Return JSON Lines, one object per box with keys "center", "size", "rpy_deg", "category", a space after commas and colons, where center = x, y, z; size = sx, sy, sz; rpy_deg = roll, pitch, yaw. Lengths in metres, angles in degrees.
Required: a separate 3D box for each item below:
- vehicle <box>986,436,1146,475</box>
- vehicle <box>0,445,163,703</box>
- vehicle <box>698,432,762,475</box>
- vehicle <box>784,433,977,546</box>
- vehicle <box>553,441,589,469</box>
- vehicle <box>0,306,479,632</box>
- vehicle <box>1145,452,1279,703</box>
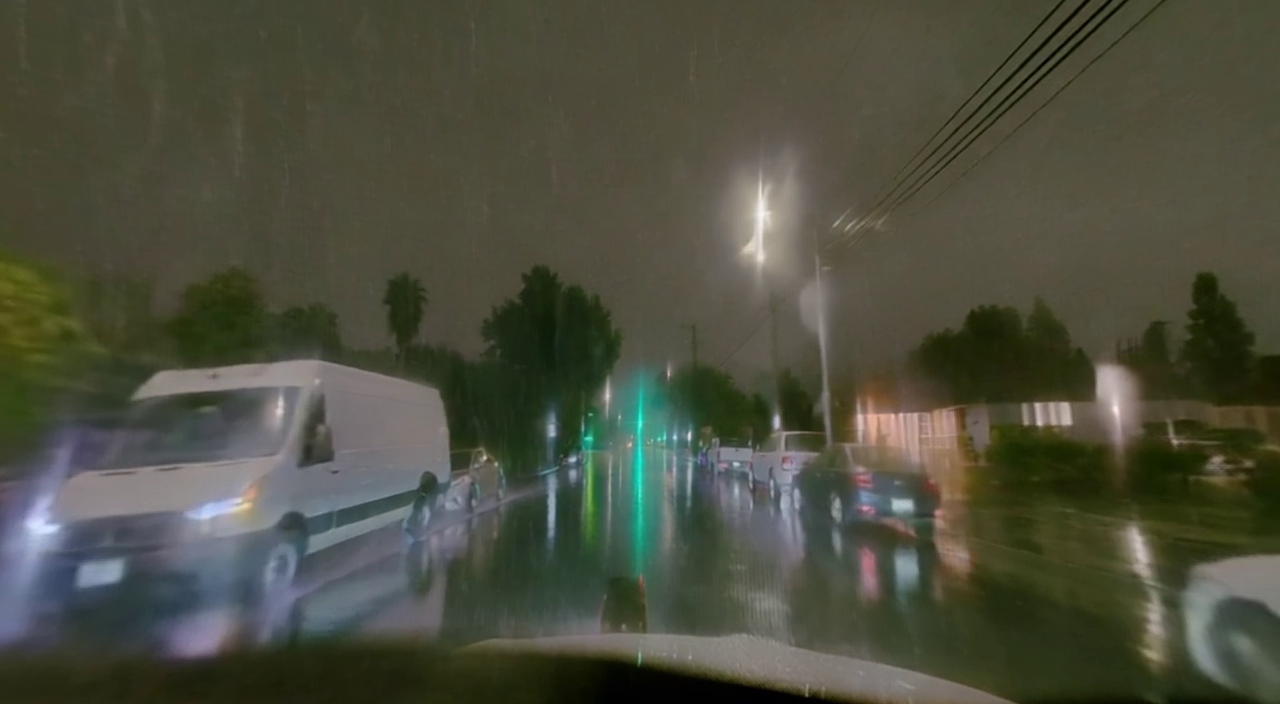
{"center": [16.524, 4.033, 24.586], "size": [4.700, 1.440, 2.058], "rpy_deg": [0, -8, 3], "category": "vehicle"}
{"center": [-4.849, 1.213, 2.497], "size": [2.023, 1.568, 4.942], "rpy_deg": [-3, -9, 1], "category": "vehicle"}
{"center": [4.186, 4.851, 30.225], "size": [2.215, 1.897, 5.131], "rpy_deg": [0, -8, -1], "category": "vehicle"}
{"center": [4.056, 2.338, 11.486], "size": [1.839, 1.520, 4.498], "rpy_deg": [3, -8, 1], "category": "vehicle"}
{"center": [-4.408, 6.633, 40.701], "size": [1.870, 1.562, 4.212], "rpy_deg": [-3, -8, -2], "category": "vehicle"}
{"center": [-4.347, 1.419, 8.307], "size": [2.470, 2.613, 5.989], "rpy_deg": [-4, -9, 4], "category": "vehicle"}
{"center": [4.110, 1.031, 1.749], "size": [1.846, 1.351, 4.272], "rpy_deg": [3, -8, -1], "category": "vehicle"}
